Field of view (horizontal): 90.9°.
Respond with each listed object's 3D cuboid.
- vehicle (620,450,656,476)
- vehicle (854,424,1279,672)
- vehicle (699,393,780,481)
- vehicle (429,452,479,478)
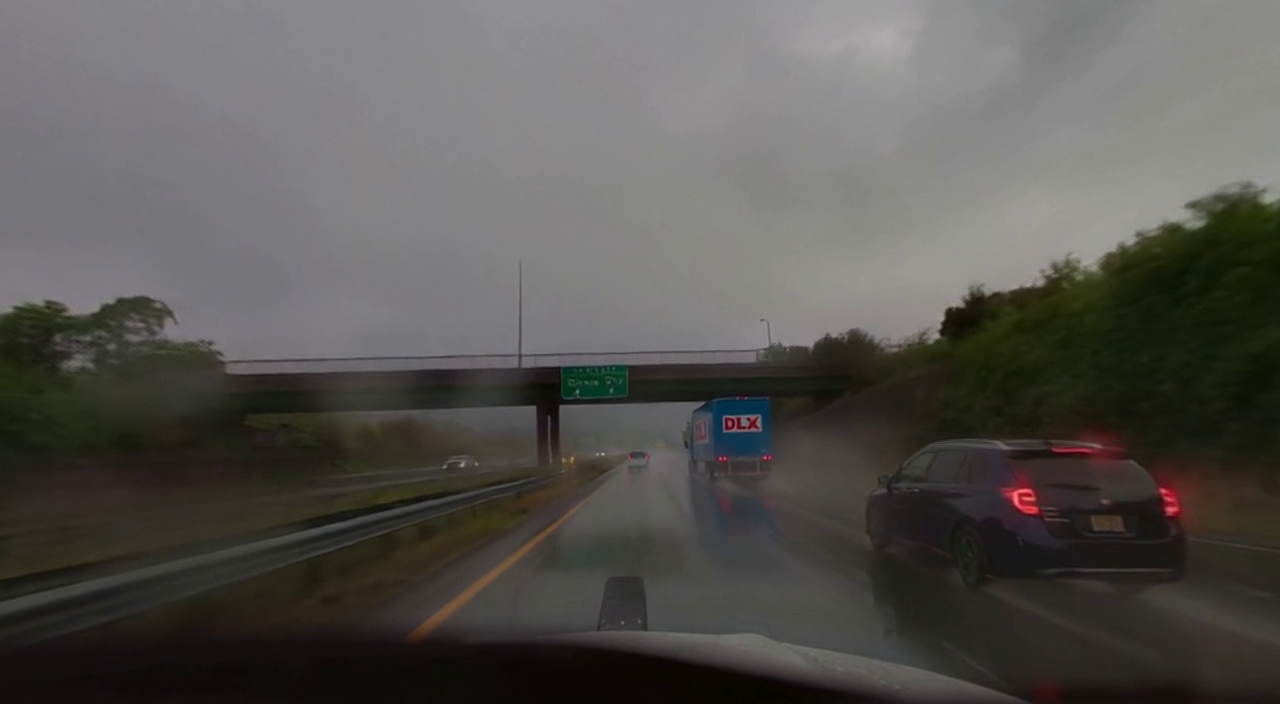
[{"bbox_3d":[-0.104,6.731,38.310,2.055,1.445,3.661,-1,-9,0],"label":"vehicle"},{"bbox_3d":[3.693,1.497,5.901,1.894,1.452,4.164,0,-9,0],"label":"vehicle"},{"bbox_3d":[4.961,4.522,33.043,2.838,3.985,8.010,0,-9,0],"label":"vehicle"},{"bbox_3d":[-12.826,7.846,43.828,2.029,1.656,4.587,-1,-9,1],"label":"vehicle"}]
